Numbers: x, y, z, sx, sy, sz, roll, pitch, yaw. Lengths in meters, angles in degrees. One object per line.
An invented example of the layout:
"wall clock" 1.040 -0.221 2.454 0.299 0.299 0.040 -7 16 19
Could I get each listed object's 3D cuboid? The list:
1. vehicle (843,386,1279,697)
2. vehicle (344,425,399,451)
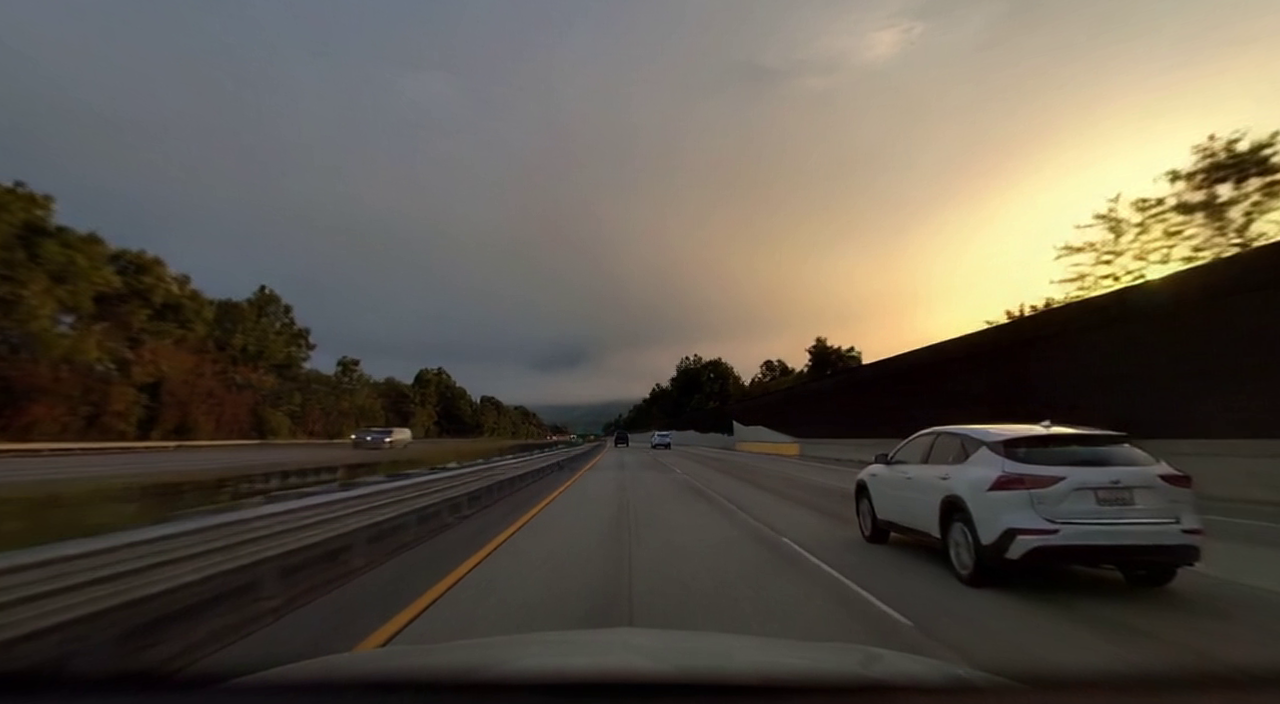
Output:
"vehicle" 3.350 1.218 5.199 2.002 1.569 3.845 0 -8 -1
"vehicle" -16.930 5.464 39.941 1.799 1.545 3.977 0 -8 -1
